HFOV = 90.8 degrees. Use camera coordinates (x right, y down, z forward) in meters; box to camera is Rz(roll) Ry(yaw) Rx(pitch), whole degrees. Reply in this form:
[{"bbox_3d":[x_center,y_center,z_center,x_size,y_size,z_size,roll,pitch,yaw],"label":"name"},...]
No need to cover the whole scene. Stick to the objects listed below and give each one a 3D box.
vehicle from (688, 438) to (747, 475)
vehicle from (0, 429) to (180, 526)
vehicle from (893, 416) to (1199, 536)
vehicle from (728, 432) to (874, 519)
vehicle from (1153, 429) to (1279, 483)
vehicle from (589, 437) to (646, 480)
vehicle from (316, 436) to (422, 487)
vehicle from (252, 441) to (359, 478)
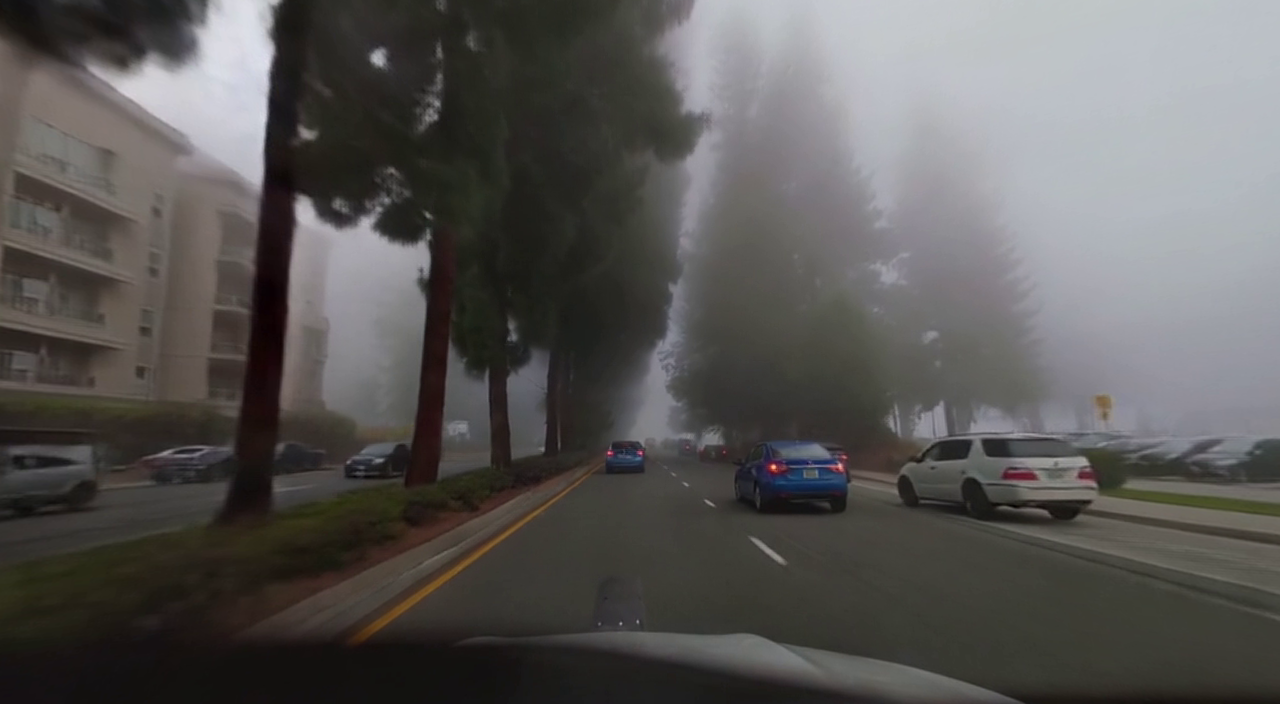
[{"bbox_3d":[3.296,4.536,27.615,1.908,1.453,4.230,0,-8,-2],"label":"vehicle"},{"bbox_3d":[-12.459,2.560,13.404,1.954,1.715,4.518,0,-8,0],"label":"vehicle"},{"bbox_3d":[7.145,2.244,12.136,2.224,1.772,5.325,0,-8,-1],"label":"vehicle"},{"bbox_3d":[3.067,2.425,12.904,1.852,1.498,3.825,0,-8,-2],"label":"vehicle"},{"bbox_3d":[20.664,3.490,21.361,4.697,1.691,2.106,0,-8,0],"label":"vehicle"},{"bbox_3d":[-0.784,4.009,23.996,1.994,1.479,3.647,0,-8,0],"label":"vehicle"},{"bbox_3d":[-9.292,3.775,22.084,1.953,1.612,4.204,0,-8,-2],"label":"vehicle"},{"bbox_3d":[-16.283,5.236,31.209,2.115,1.621,5.840,0,-8,0],"label":"vehicle"}]
